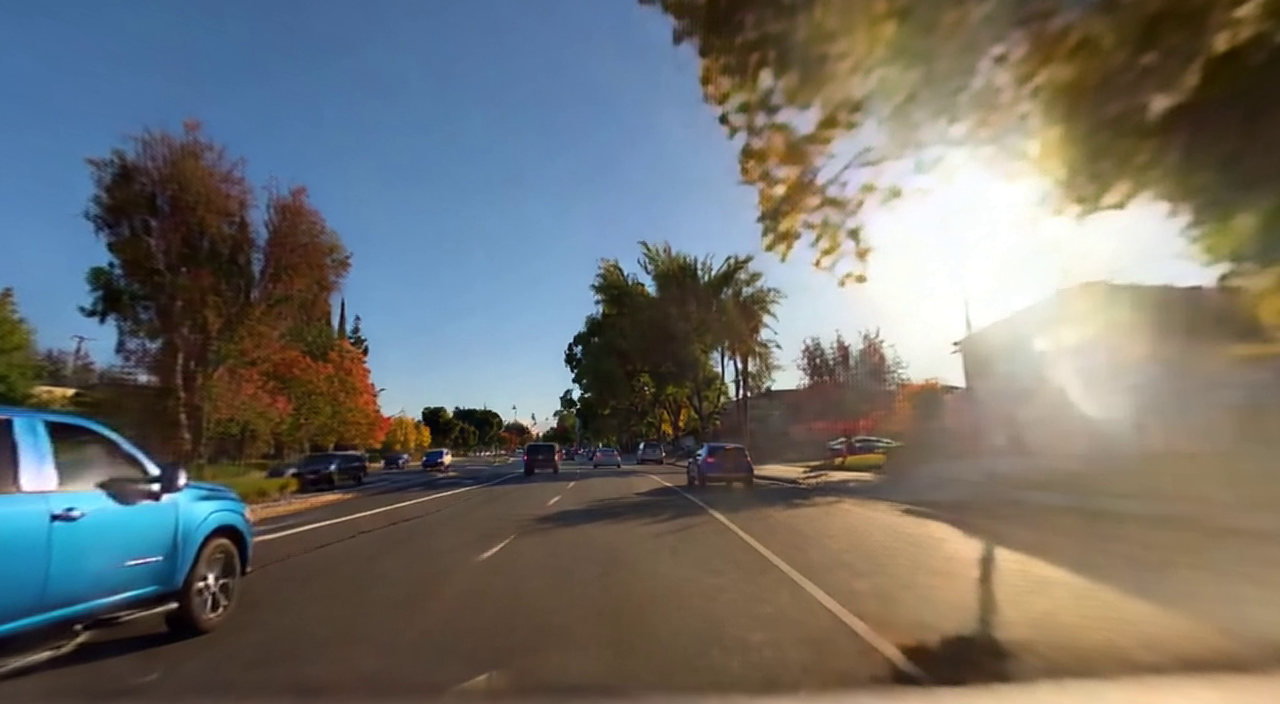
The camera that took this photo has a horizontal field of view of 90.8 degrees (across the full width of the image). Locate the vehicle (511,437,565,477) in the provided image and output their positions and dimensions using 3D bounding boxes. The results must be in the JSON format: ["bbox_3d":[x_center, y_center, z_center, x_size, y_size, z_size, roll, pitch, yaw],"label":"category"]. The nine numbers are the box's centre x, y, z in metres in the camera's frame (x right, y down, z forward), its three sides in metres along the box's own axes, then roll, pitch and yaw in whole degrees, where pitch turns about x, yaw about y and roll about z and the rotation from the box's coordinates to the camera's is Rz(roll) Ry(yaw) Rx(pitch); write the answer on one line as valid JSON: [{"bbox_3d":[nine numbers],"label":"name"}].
[{"bbox_3d":[-5.064,5.239,31.900,2.218,1.829,4.492,1,-8,-3],"label":"vehicle"}]

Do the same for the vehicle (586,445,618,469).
[{"bbox_3d":[-2.622,7.045,42.761,2.030,1.477,4.330,1,-8,-5],"label":"vehicle"}]

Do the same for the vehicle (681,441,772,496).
[{"bbox_3d":[2.453,3.407,18.976,1.884,1.463,4.195,1,-8,-4],"label":"vehicle"}]

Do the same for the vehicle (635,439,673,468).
[{"bbox_3d":[0.926,6.972,43.648,2.099,1.845,4.363,1,-8,-6],"label":"vehicle"}]

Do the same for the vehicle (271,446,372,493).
[{"bbox_3d":[-12.812,4.714,25.747,2.017,1.691,4.351,1,-8,-3],"label":"vehicle"}]

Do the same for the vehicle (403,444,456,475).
[{"bbox_3d":[-14.275,7.259,43.146,2.206,1.939,4.859,1,-8,-4],"label":"vehicle"}]

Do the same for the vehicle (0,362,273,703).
[{"bbox_3d":[-4.048,0.853,2.462,2.111,1.745,5.274,0,-8,-1],"label":"vehicle"}]
